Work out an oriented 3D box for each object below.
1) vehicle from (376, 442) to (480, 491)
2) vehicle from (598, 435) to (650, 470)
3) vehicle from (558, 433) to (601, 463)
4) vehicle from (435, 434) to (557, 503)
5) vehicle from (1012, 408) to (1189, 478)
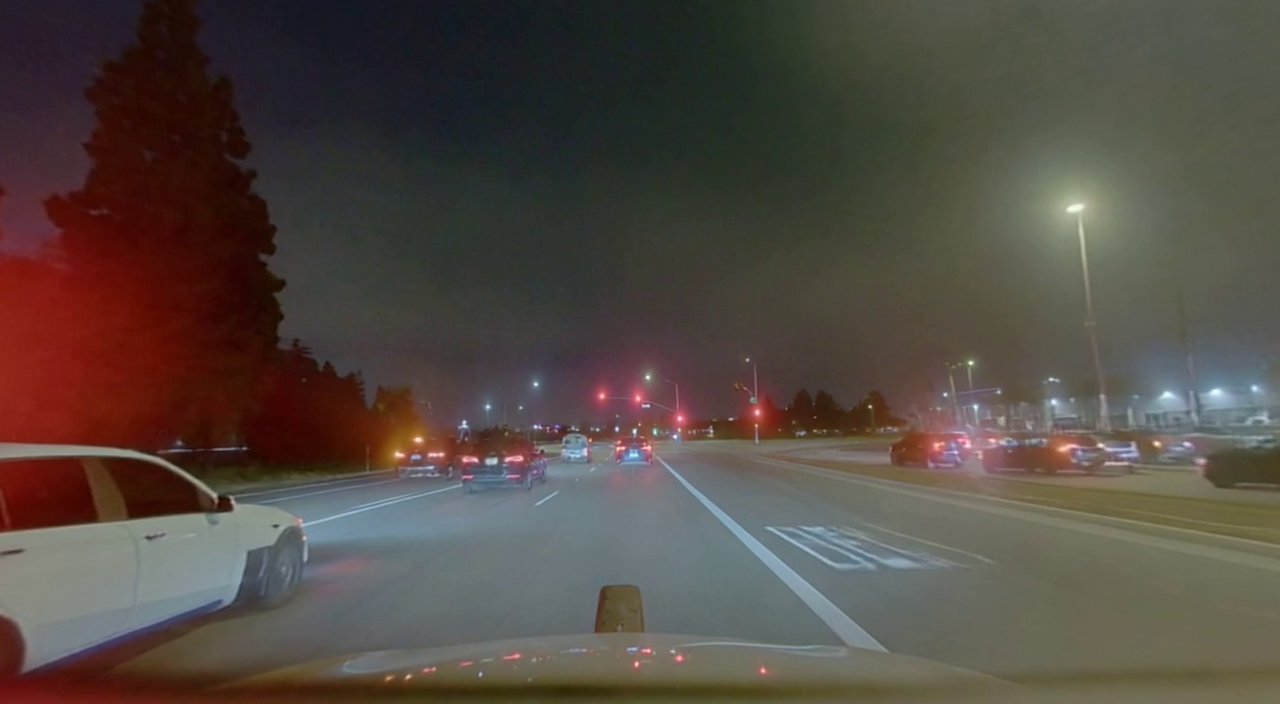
[{"bbox_3d":[-6.948,3.771,21.283,1.852,1.458,4.422,-1,-8,2],"label":"vehicle"},{"bbox_3d":[-0.709,4.689,29.722,2.231,1.481,4.489,0,-8,0],"label":"vehicle"},{"bbox_3d":[-3.733,6.002,39.496,2.144,1.732,4.279,0,-8,2],"label":"vehicle"},{"bbox_3d":[-3.425,2.870,16.005,1.920,1.480,4.549,0,-8,1],"label":"vehicle"},{"bbox_3d":[14.950,2.940,20.490,5.394,1.994,2.228,4,-9,-26],"label":"vehicle"}]
